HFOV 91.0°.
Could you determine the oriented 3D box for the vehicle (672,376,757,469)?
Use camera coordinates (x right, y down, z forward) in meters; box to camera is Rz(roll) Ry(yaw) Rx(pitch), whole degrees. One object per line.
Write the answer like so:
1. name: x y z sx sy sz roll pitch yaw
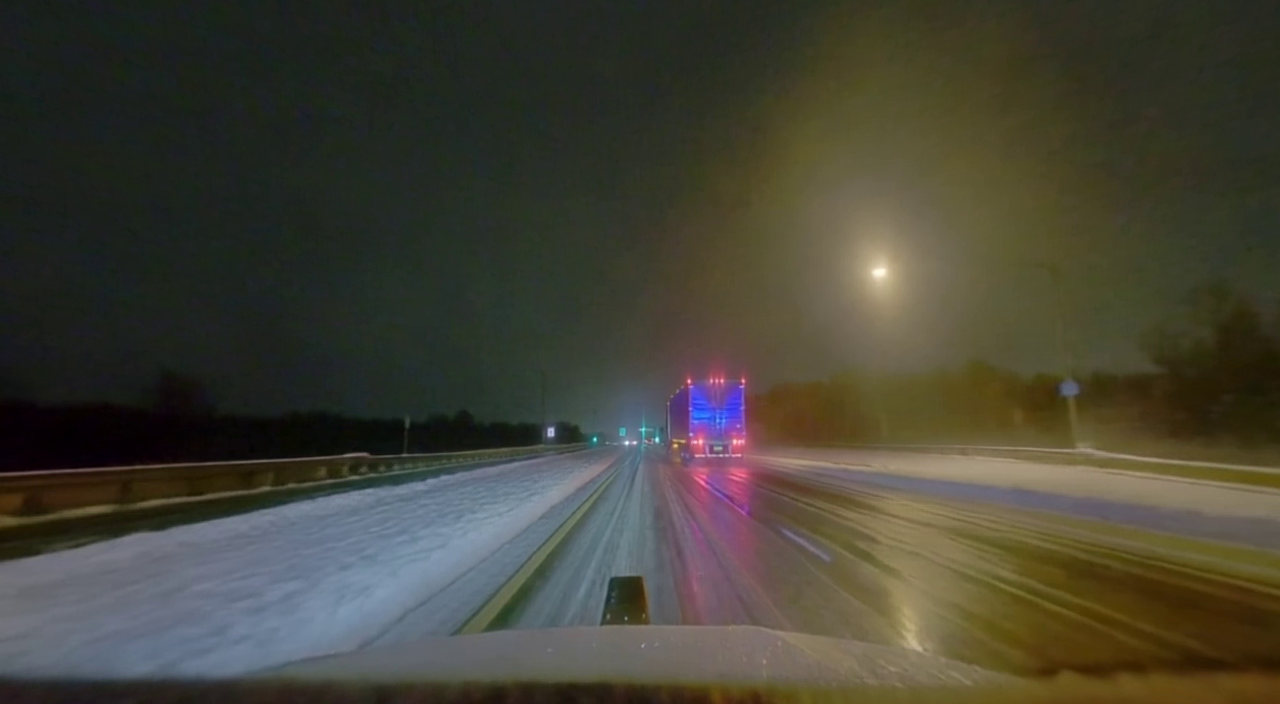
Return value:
1. vehicle: 4.003 4.417 37.817 3.615 4.578 13.539 0 -8 1
